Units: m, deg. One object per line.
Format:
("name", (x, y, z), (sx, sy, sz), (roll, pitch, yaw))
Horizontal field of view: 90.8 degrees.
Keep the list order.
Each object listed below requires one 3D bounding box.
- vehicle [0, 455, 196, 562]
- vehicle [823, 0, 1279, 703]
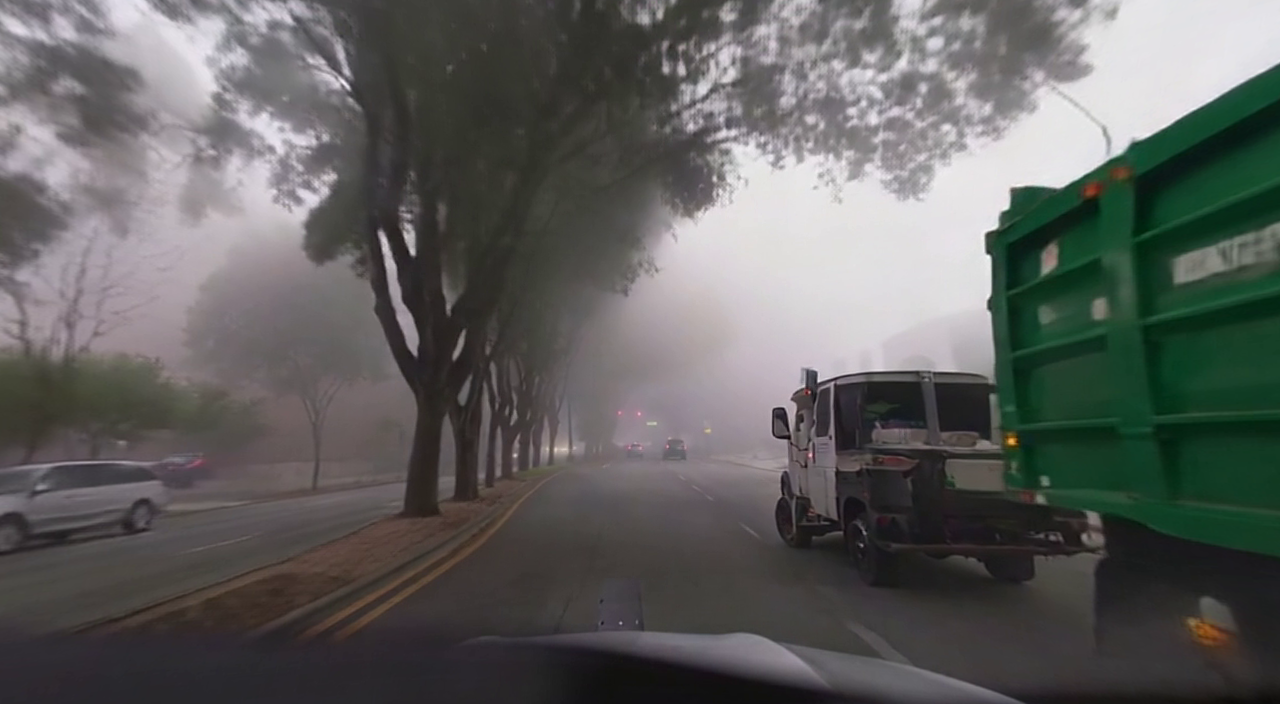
("vehicle", (-13.394, 3.398, 14.631), (2.290, 1.943, 5.833), (0, -9, -4))
("vehicle", (3.889, 0.058, 2.910), (2.731, 3.407, 10.262), (0, -9, -2))
